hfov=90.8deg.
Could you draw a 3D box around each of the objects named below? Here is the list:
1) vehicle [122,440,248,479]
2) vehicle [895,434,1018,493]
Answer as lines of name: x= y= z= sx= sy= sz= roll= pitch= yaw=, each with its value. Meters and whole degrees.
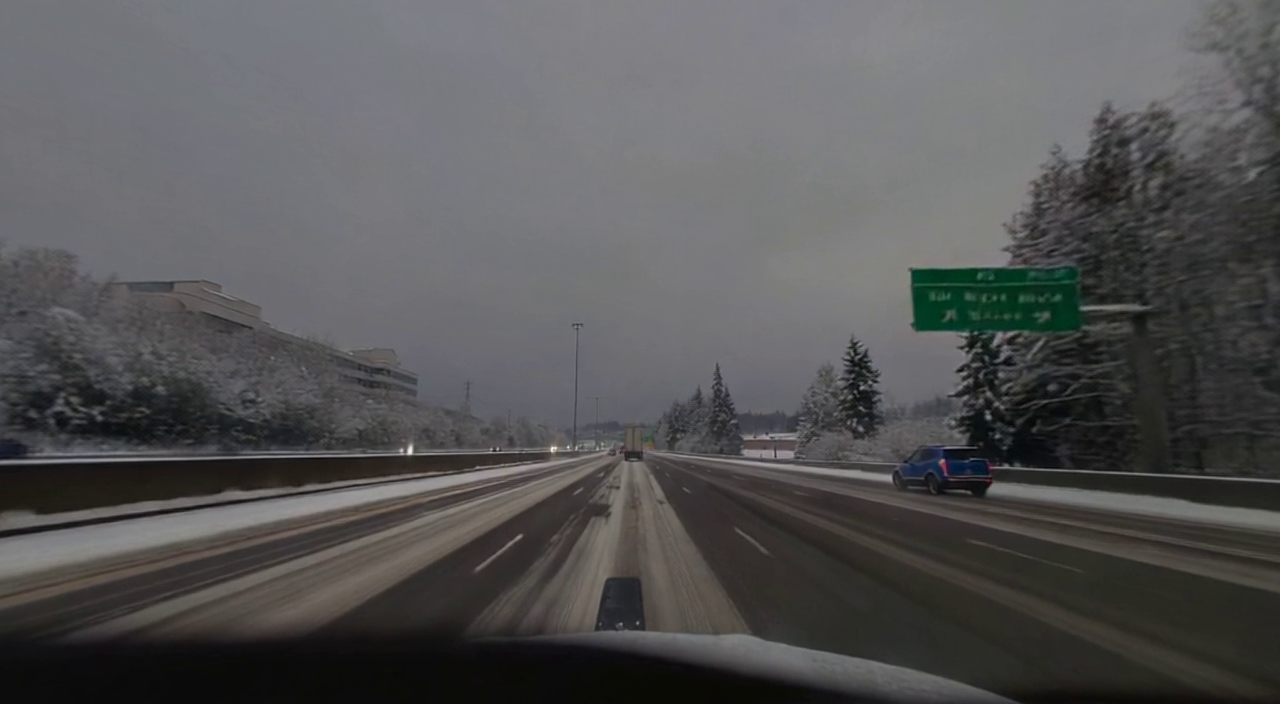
vehicle: x=-19.311 y=4.586 z=27.114 sx=1.977 sy=1.484 sz=4.592 roll=0 pitch=-9 yaw=0
vehicle: x=13.719 y=4.852 z=27.848 sx=2.411 sy=2.326 sz=5.300 roll=0 pitch=-9 yaw=-3
